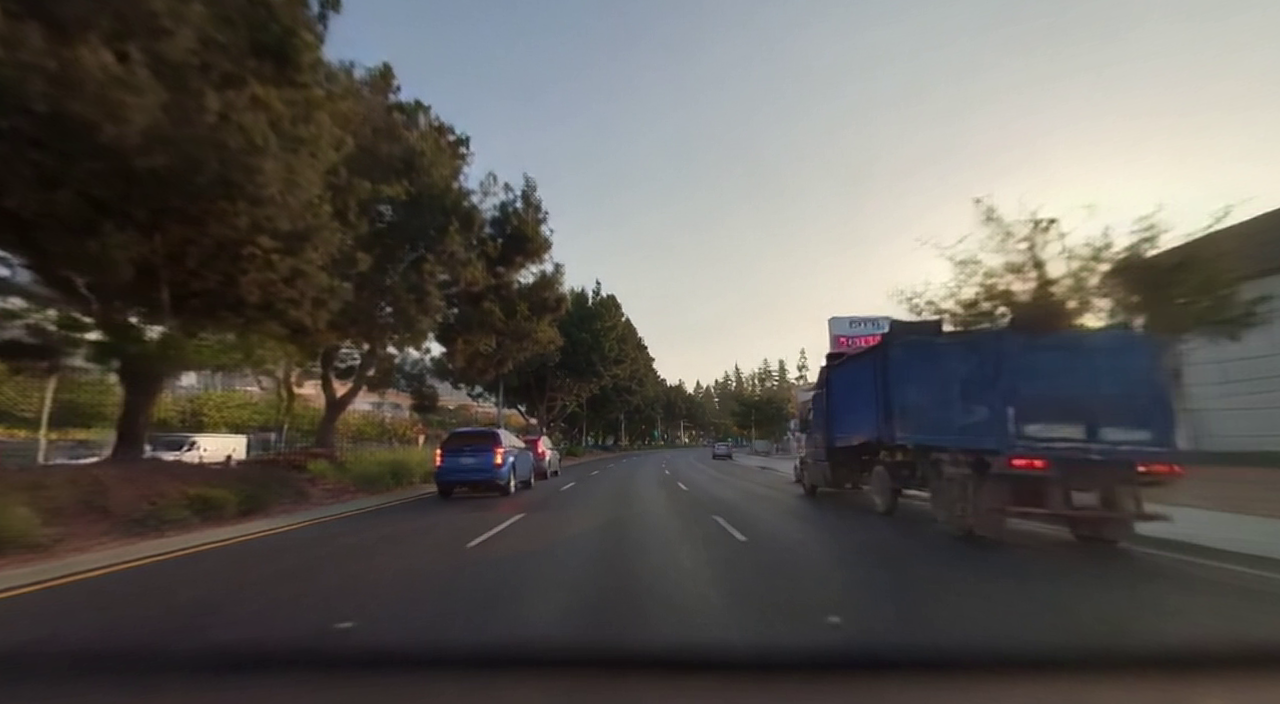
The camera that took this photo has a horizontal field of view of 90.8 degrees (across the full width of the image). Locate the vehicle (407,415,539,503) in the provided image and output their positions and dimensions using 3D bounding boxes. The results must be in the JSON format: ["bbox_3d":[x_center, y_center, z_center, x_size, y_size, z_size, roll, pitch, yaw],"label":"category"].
[{"bbox_3d":[-4.439,2.979,18.002,2.270,2.068,5.865,0,-9,-1],"label":"vehicle"}]

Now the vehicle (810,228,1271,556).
[{"bbox_3d":[6.090,1.079,12.267,2.981,4.106,8.794,0,-9,0],"label":"vehicle"}]

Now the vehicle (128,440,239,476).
[{"bbox_3d":[-28.822,6.747,40.038,5.368,2.121,1.960,8,-14,-36],"label":"vehicle"}]

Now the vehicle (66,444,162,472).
[{"bbox_3d":[-36.723,7.420,44.244,2.063,1.795,4.576,-8,-12,29],"label":"vehicle"}]
